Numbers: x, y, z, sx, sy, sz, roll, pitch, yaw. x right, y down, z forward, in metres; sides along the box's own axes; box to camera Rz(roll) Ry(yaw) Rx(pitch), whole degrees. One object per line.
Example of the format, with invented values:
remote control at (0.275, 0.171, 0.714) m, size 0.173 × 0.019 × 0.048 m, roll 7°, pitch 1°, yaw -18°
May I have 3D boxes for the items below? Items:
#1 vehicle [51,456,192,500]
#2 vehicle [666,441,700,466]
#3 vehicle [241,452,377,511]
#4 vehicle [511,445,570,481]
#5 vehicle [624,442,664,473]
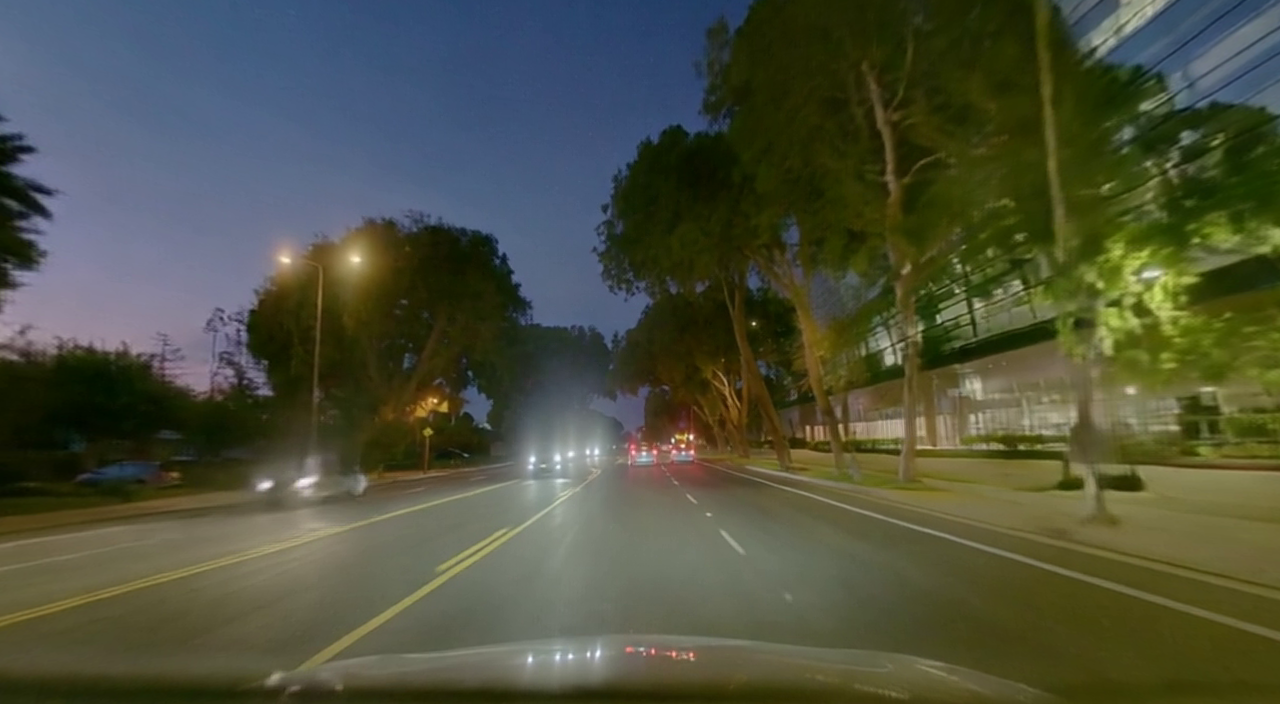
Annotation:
vehicle at (-21.581, 5.217, 26.358) m, size 4.152 × 1.686 × 1.873 m, roll 0°, pitch -9°, yaw -2°
vehicle at (3.203, 7.670, 47.670) m, size 2.189 × 1.766 × 4.495 m, roll 0°, pitch -9°, yaw -1°
vehicle at (-9.573, 3.731, 18.646) m, size 1.889 × 1.506 × 3.911 m, roll 0°, pitch -9°, yaw 0°
vehicle at (-4.373, 4.947, 28.455) m, size 2.014 × 1.487 × 4.591 m, roll 0°, pitch -9°, yaw -1°
vehicle at (0.202, 5.884, 35.354) m, size 2.109 × 1.612 × 3.963 m, roll 0°, pitch -9°, yaw 0°
